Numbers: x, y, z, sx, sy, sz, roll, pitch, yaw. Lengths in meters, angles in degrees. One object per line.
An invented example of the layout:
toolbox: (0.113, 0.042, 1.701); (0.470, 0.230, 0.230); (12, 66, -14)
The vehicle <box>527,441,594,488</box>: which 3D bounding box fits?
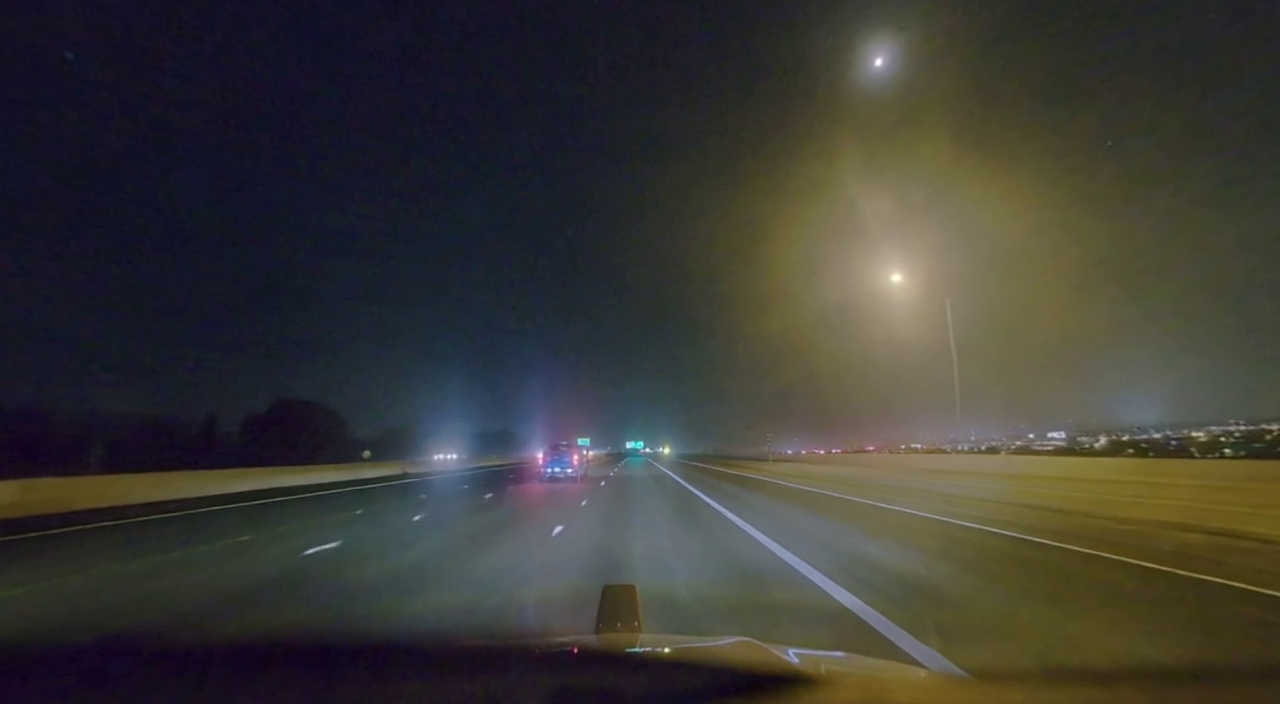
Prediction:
vehicle: (-3.179, 4.616, 26.096); (2.152, 1.717, 4.423); (0, -9, 1)
